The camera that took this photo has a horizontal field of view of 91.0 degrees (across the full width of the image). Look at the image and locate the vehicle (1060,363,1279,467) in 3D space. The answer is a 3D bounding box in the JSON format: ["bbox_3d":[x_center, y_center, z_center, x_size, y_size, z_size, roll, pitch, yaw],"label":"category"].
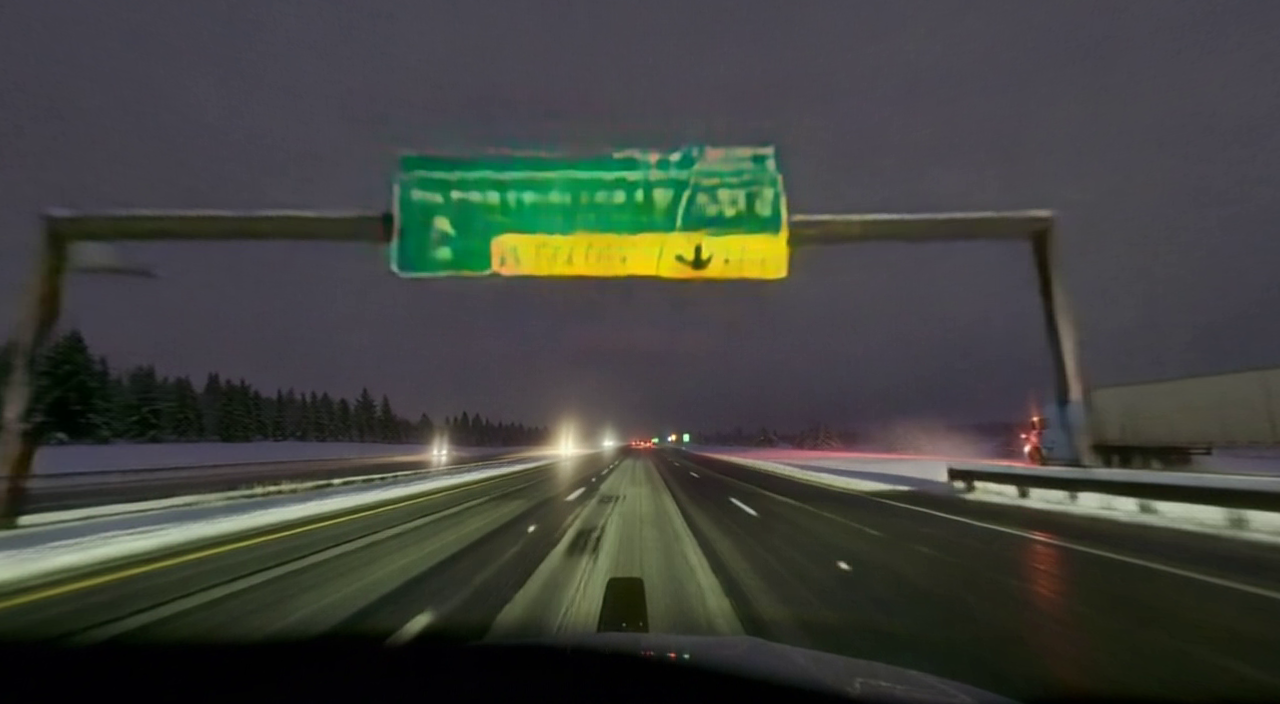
[{"bbox_3d":[25.853,2.669,25.992,2.836,4.027,14.280,4,-9,-27],"label":"vehicle"}]
